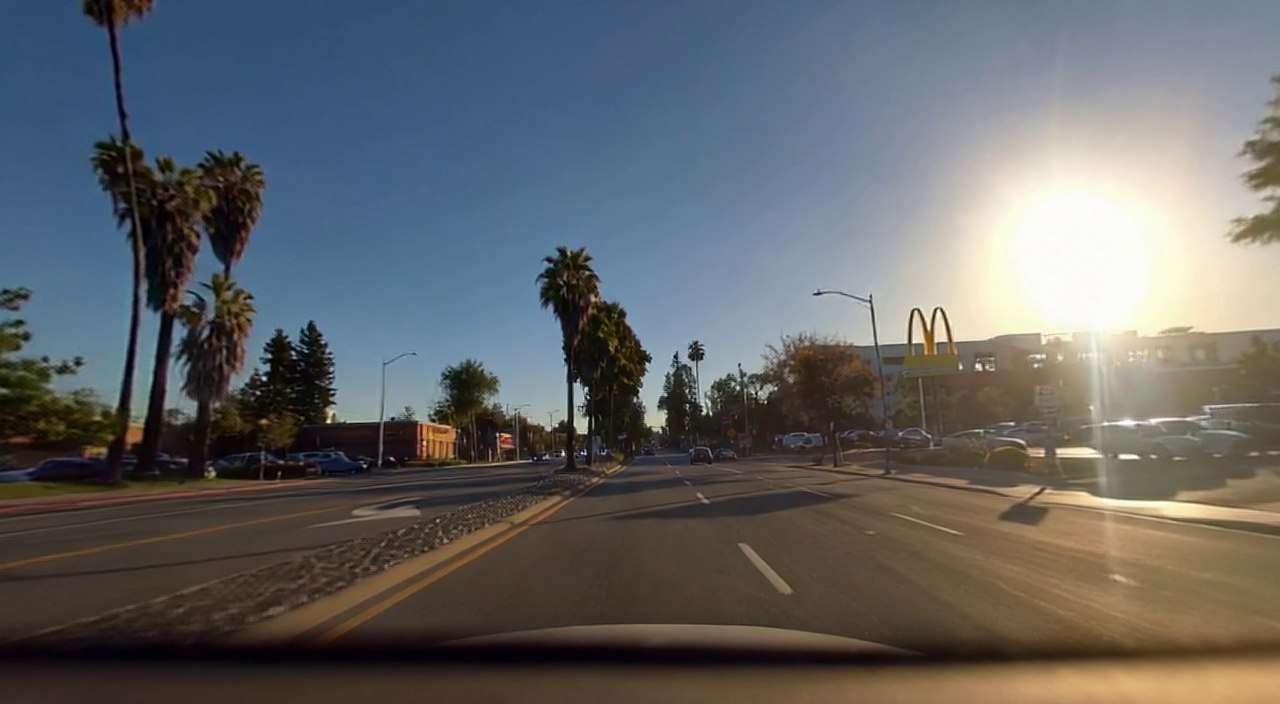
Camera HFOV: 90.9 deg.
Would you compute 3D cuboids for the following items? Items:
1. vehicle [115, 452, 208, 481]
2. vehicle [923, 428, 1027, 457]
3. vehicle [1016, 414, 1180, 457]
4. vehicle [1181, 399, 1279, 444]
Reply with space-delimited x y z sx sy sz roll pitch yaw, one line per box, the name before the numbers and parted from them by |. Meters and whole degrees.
vehicle | -27.833 6.661 36.871 2.067 1.563 4.043 0 -9 3
vehicle | 18.725 5.112 35.431 4.691 1.545 1.900 -1 -9 5
vehicle | 19.312 3.562 26.836 5.123 1.730 2.183 0 -9 3
vehicle | 31.356 3.535 31.670 6.052 2.013 2.331 0 -10 2
